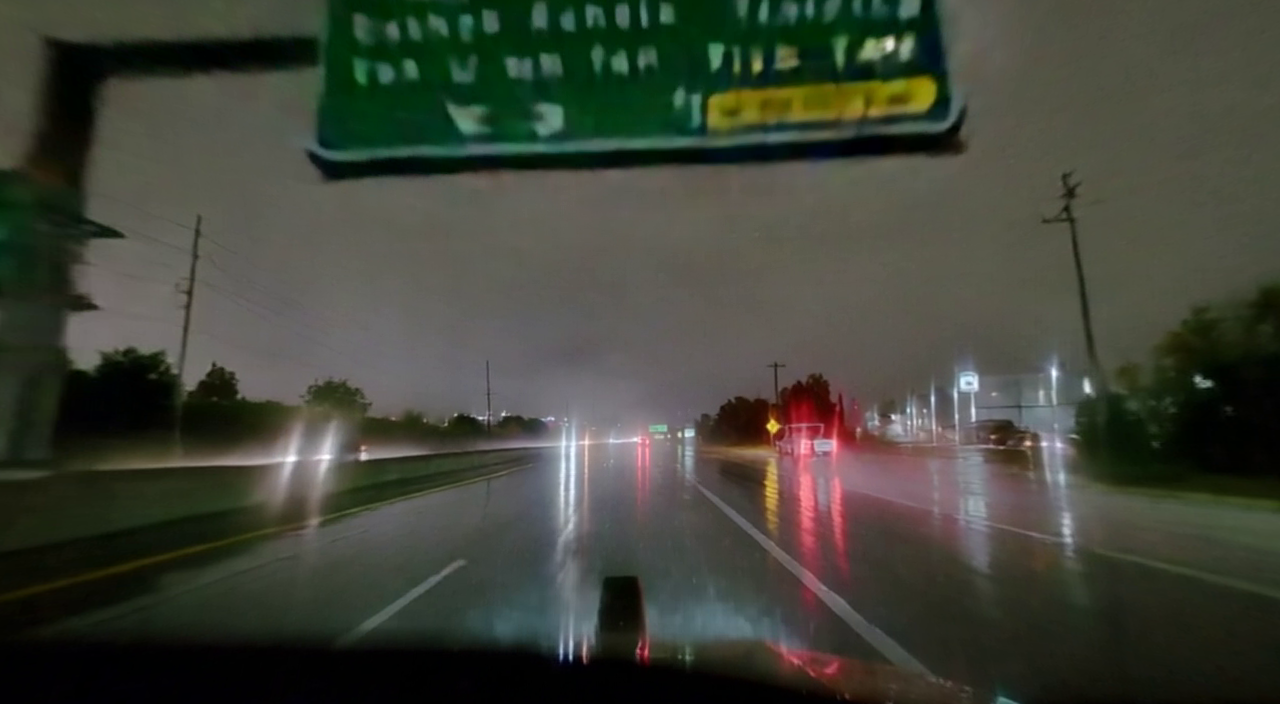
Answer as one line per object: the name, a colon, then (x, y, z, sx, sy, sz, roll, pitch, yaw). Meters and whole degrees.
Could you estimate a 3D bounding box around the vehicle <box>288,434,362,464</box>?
vehicle: (-17.260, 5.415, 34.738, 1.854, 1.538, 4.215, 0, -10, 0)
